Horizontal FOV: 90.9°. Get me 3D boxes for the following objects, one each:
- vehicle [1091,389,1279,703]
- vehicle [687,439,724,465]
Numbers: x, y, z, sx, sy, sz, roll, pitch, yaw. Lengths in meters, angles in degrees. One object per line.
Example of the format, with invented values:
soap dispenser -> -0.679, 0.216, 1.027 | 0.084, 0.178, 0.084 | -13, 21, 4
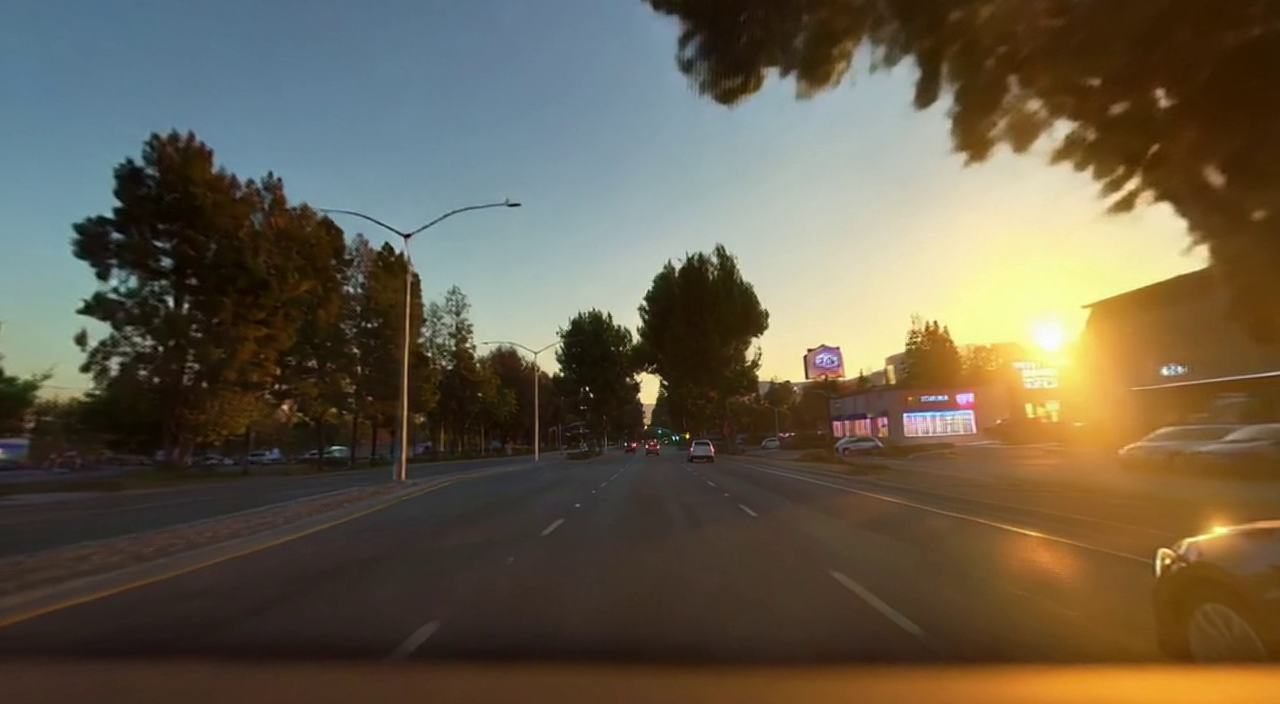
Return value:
vehicle -> 3.529, 0.708, 1.108 | 1.995, 1.528, 4.732 | 0, -8, 1
vehicle -> 4.346, 6.729, 42.553 | 2.007, 1.683, 4.171 | 0, -8, -1
